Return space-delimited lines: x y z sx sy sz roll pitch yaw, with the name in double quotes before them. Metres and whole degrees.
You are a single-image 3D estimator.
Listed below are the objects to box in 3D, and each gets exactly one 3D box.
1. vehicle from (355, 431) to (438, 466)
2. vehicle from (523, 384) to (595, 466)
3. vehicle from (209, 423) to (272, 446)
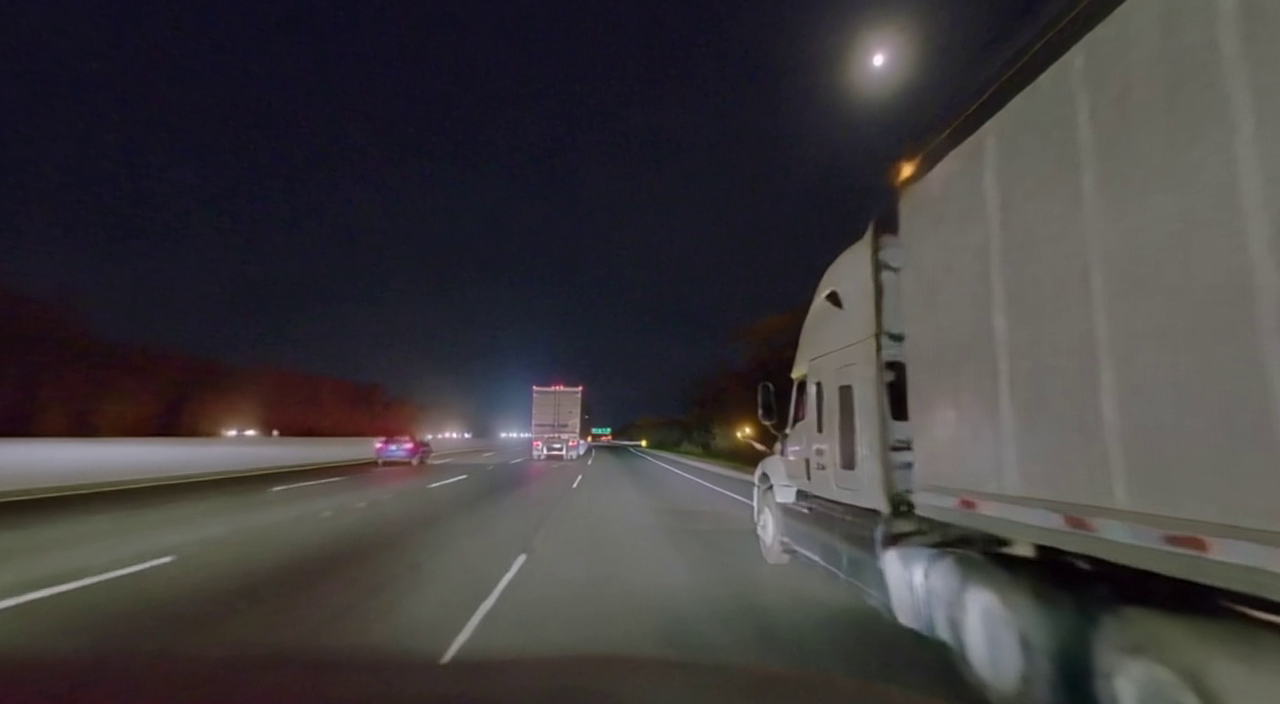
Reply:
"vehicle" -11.579 4.589 30.298 2.138 1.531 4.864 0 -8 -2
"vehicle" -4.424 4.477 37.235 3.002 3.987 12.477 1 -8 -2
"vehicle" -28.438 5.911 44.925 1.872 1.586 4.129 0 -8 -1
